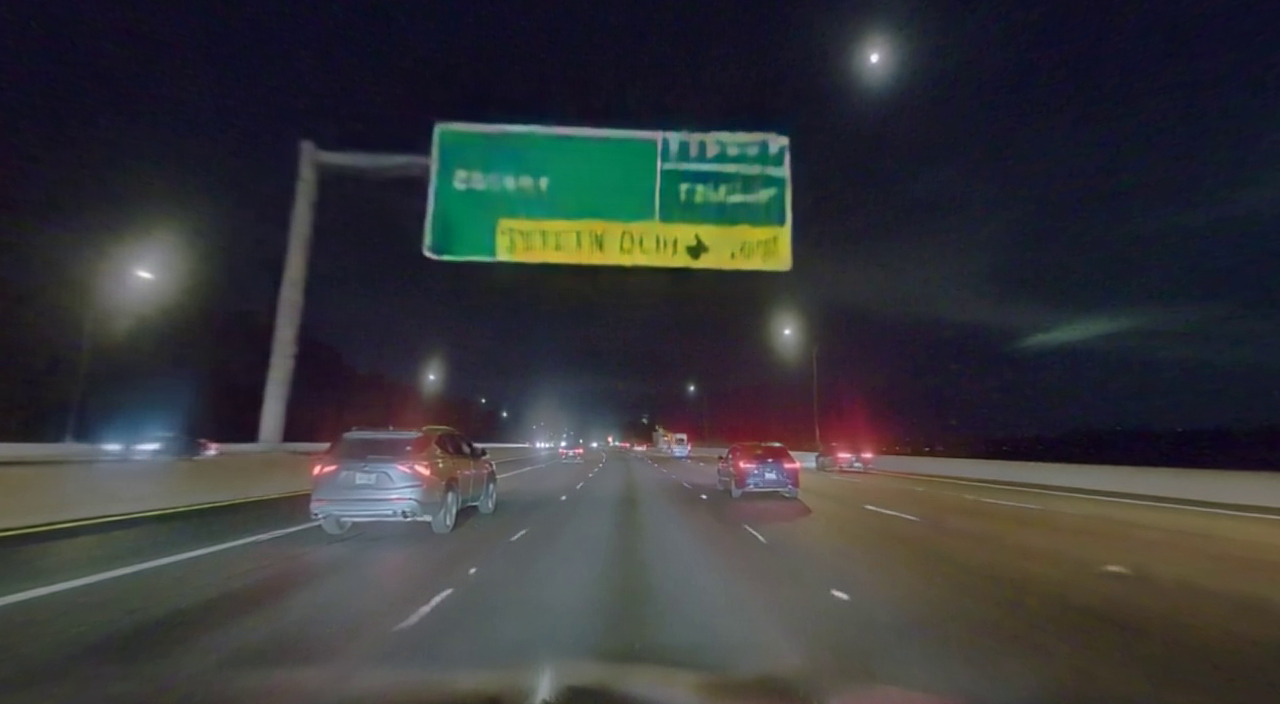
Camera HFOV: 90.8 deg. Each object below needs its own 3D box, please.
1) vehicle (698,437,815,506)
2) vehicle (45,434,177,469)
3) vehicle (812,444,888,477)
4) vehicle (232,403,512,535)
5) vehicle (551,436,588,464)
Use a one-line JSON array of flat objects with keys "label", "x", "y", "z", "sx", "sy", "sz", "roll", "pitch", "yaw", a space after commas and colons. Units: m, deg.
[{"label": "vehicle", "x": 2.811, "y": 3.010, "z": 16.376, "sx": 2.053, "sy": 1.510, "sz": 4.400, "roll": 0, "pitch": -8, "yaw": -2}, {"label": "vehicle", "x": -22.327, "y": 4.224, "z": 26.931, "sx": 1.923, "sy": 1.375, "sz": 4.408, "roll": 0, "pitch": -8, "yaw": -2}, {"label": "vehicle", "x": 10.352, "y": 5.357, "z": 31.538, "sx": 2.105, "sy": 1.496, "sz": 4.393, "roll": 0, "pitch": -8, "yaw": -2}, {"label": "vehicle", "x": -4.389, "y": 2.083, "z": 11.890, "sx": 2.684, "sy": 1.839, "sz": 5.803, "roll": 0, "pitch": -8, "yaw": 1}, {"label": "vehicle", "x": -4.872, "y": 6.869, "z": 44.154, "sx": 2.149, "sy": 1.843, "sz": 4.348, "roll": 0, "pitch": -8, "yaw": -2}]
